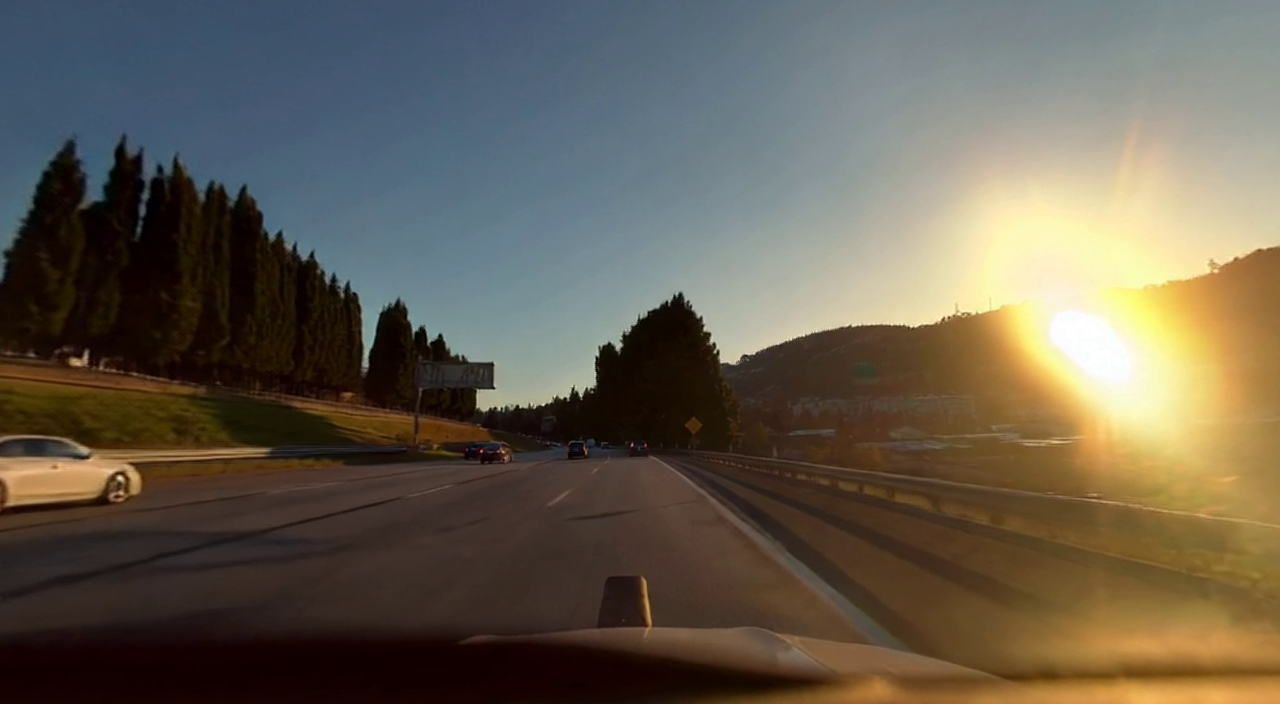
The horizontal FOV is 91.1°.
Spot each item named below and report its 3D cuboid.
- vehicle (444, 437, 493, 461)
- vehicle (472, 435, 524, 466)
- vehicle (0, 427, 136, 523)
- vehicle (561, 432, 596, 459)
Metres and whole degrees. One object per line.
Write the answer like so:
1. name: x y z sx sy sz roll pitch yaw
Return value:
1. vehicle: -11.797 6.725 43.533 2.100 1.537 5.092 0 -8 -1
2. vehicle: -8.072 5.626 36.163 2.015 1.651 4.432 0 -8 -1
3. vehicle: -11.120 1.959 10.036 2.056 1.489 4.852 0 -8 0
4. vehicle: -4.351 6.756 45.269 2.138 1.833 4.622 0 -8 -1
